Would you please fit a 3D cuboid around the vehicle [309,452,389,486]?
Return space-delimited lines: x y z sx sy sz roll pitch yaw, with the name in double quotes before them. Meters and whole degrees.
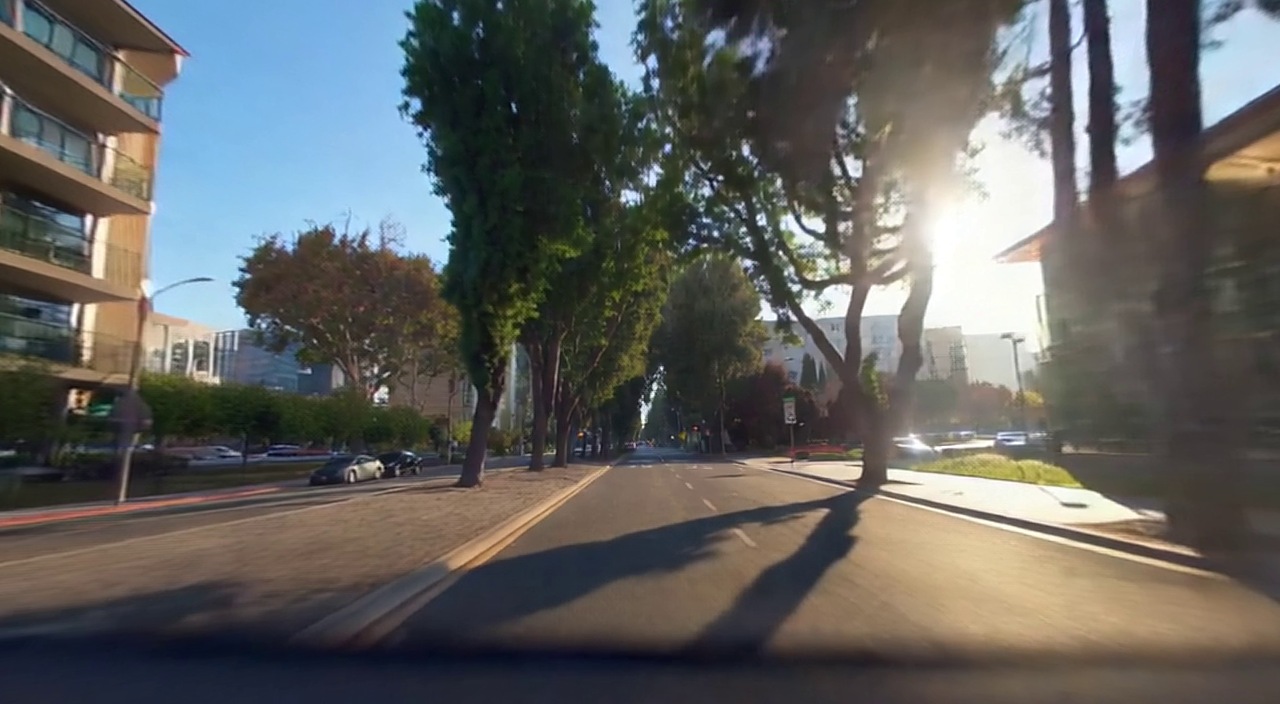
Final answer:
"vehicle" -13.988 5.628 30.579 1.835 1.434 4.325 0 -8 0

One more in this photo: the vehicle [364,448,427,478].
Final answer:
"vehicle" -13.908 6.315 36.096 1.816 1.567 3.957 -1 -8 3
